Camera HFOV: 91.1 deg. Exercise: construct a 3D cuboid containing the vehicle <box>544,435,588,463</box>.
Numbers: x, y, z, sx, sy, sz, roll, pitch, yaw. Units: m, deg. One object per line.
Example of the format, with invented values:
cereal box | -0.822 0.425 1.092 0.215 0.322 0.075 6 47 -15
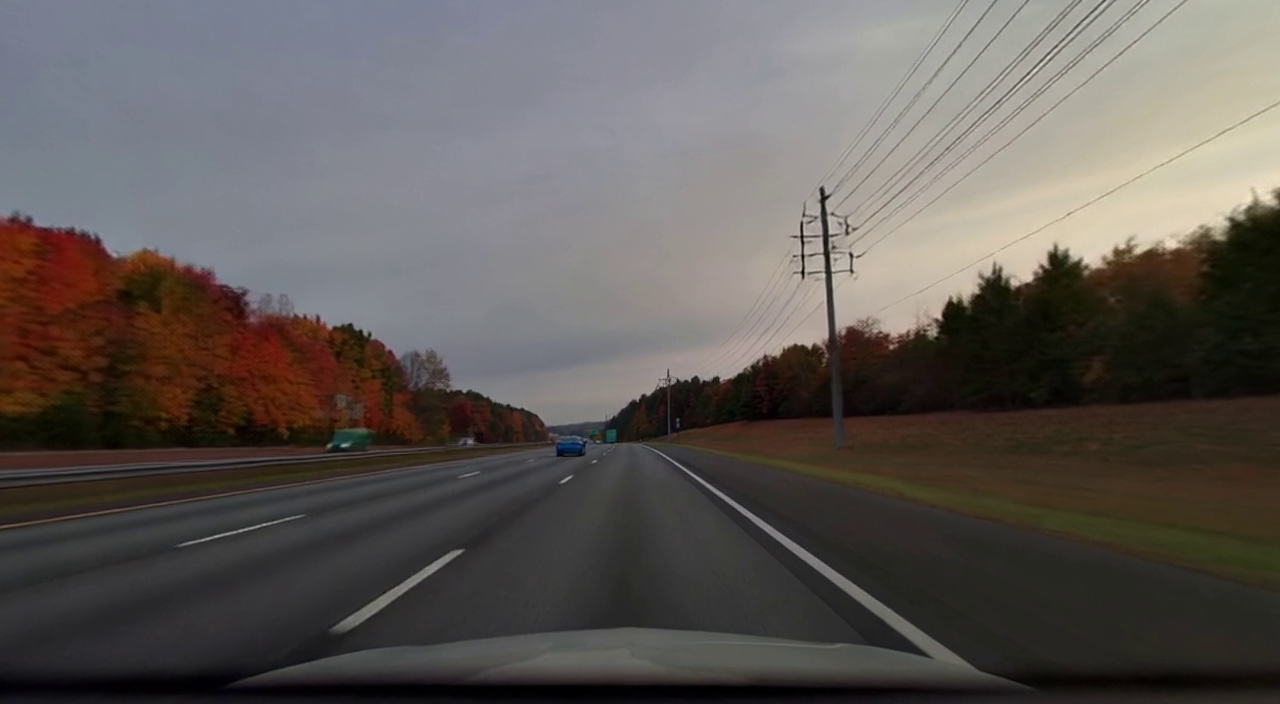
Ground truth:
vehicle | -4.063 5.393 35.232 2.025 1.475 4.379 0 -8 -1
